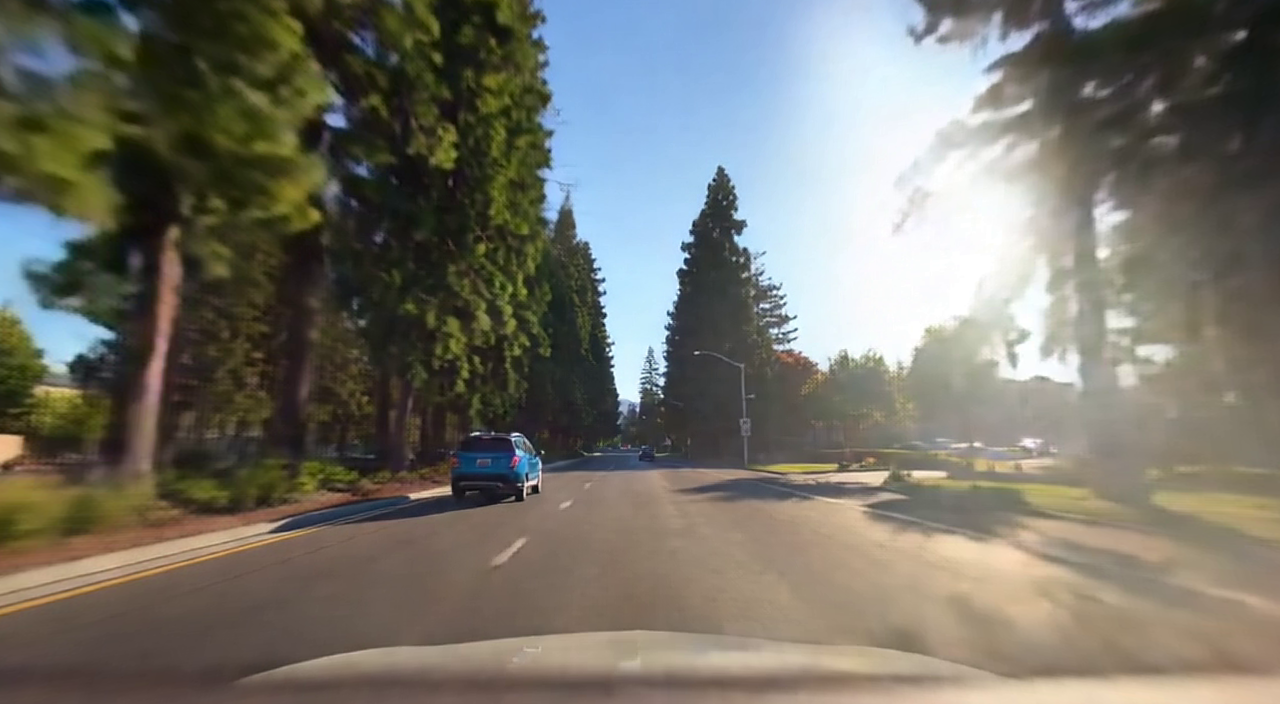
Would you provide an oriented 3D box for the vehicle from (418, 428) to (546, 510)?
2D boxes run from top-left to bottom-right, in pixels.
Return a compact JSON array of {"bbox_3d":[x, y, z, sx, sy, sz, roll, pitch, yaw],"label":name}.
[{"bbox_3d":[-3.743,2.845,15.840,2.078,1.748,4.279,0,-8,0],"label":"vehicle"}]
